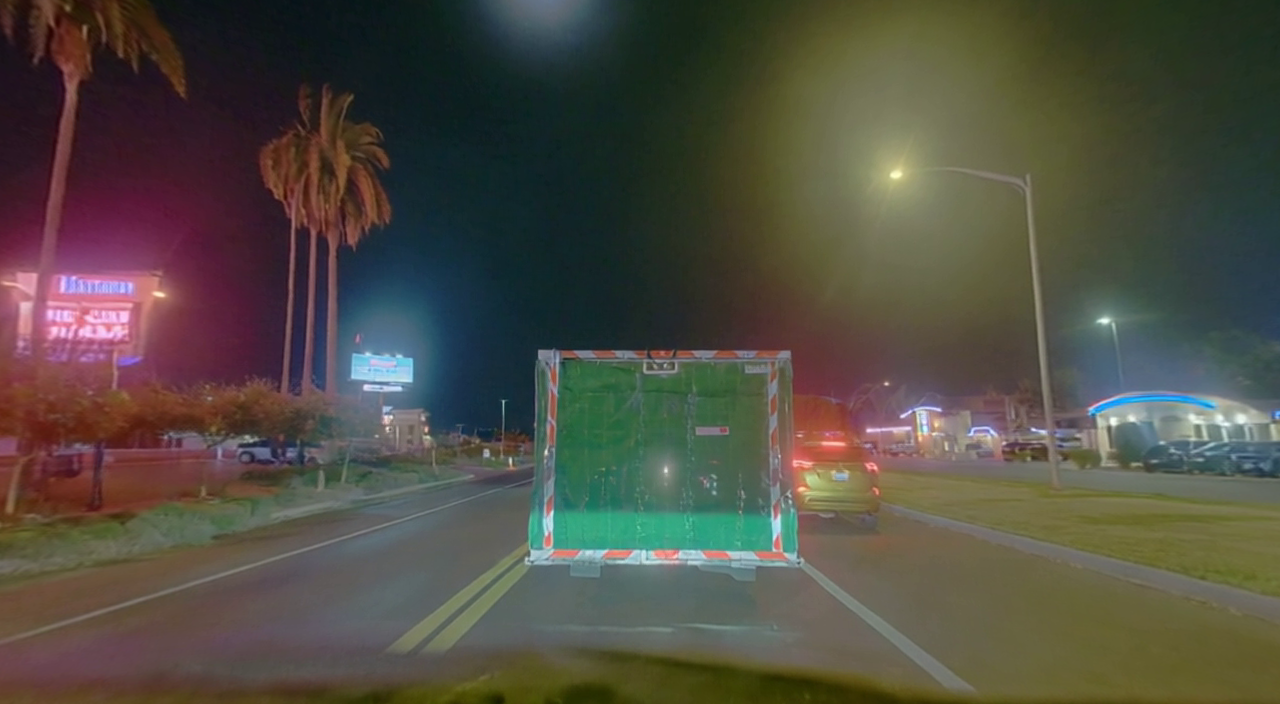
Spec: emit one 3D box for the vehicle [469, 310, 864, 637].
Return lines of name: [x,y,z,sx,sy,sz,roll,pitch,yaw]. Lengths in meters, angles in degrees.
vehicle: [0.166,1.304,7.720,2.728,2.305,6.506,0,-8,0]

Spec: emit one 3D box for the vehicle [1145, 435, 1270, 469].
vehicle: [28.575,5.043,31.802,4.193,1.633,1.928,-4,-9,26]
